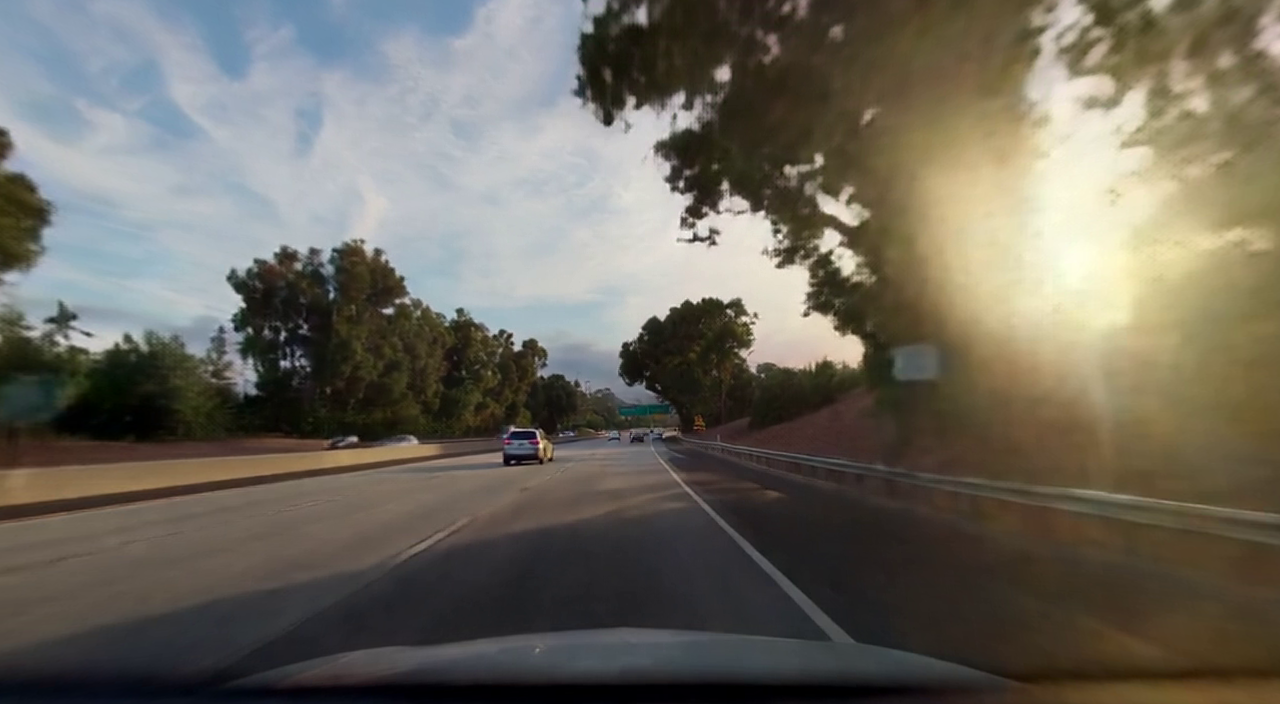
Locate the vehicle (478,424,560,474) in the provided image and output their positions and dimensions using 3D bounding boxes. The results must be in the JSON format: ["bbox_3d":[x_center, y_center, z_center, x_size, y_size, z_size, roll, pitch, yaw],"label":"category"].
[{"bbox_3d":[-4.249,3.471,22.934,2.052,1.626,4.514,0,-7,1],"label":"vehicle"}]

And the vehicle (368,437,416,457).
[{"bbox_3d":[-19.481,7.456,49.693,1.803,1.464,4.532,0,-7,1],"label":"vehicle"}]
